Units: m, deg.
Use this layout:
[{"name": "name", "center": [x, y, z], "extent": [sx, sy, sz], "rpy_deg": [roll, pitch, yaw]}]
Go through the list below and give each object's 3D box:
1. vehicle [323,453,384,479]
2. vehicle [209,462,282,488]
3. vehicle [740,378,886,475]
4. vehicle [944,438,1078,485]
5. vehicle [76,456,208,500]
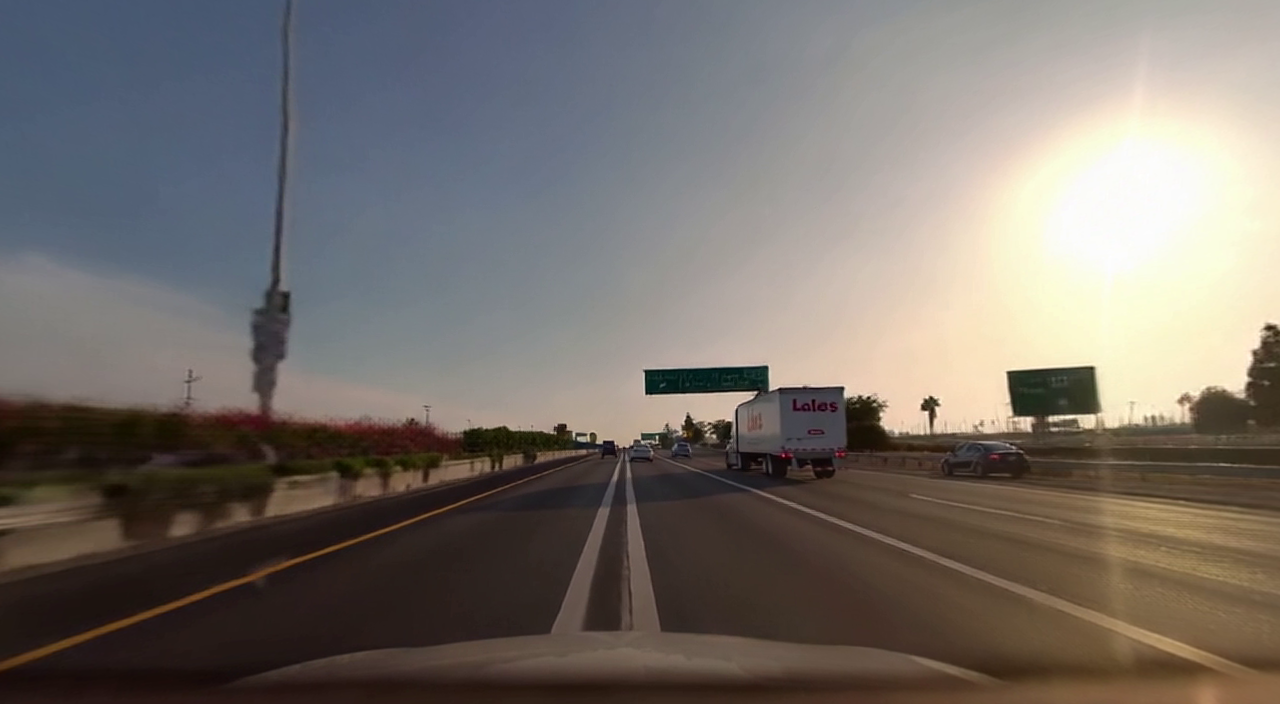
[{"name": "vehicle", "center": [-18.296, 7.269, 40.581], "extent": [1.910, 1.525, 4.501], "rpy_deg": [0, -9, -1]}, {"name": "vehicle", "center": [-25.267, 7.854, 40.654], "extent": [1.834, 1.461, 4.487], "rpy_deg": [0, -9, -1]}, {"name": "vehicle", "center": [8.686, 4.393, 35.201], "extent": [2.892, 4.128, 16.495], "rpy_deg": [0, -9, -2]}, {"name": "vehicle", "center": [12.674, 3.755, 21.979], "extent": [1.862, 1.462, 4.459], "rpy_deg": [0, -9, -2]}, {"name": "vehicle", "center": [-21.798, 5.512, 27.992], "extent": [1.946, 1.654, 4.809], "rpy_deg": [0, -9, 0]}]
